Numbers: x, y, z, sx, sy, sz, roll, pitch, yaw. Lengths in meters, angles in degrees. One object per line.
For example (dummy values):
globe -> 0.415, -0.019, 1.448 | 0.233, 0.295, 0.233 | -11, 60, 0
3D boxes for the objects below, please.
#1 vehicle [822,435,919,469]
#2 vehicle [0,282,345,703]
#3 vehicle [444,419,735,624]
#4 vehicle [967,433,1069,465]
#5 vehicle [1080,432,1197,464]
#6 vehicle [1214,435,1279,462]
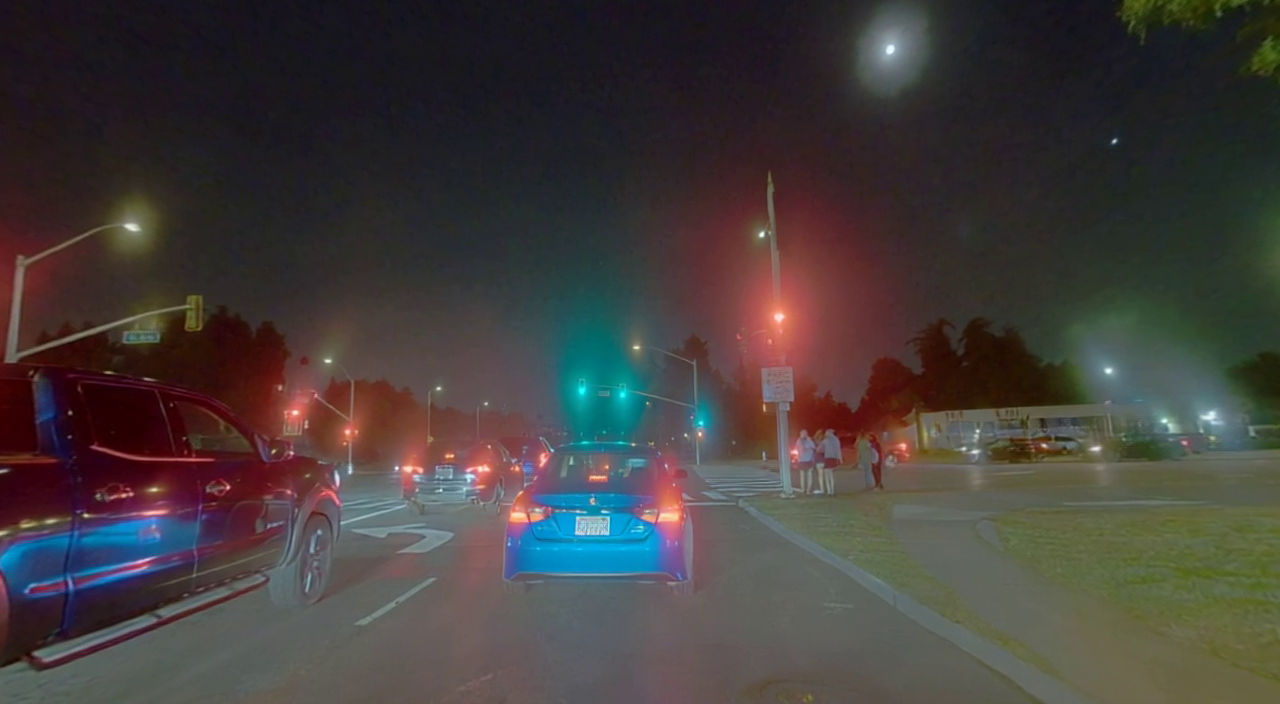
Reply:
vehicle -> 12.200, 5.341, 33.624 | 4.394, 1.724, 1.886 | 0, -9, 1
vehicle -> -3.687, 0.750, 2.822 | 2.202, 1.961, 4.980 | 0, -9, 1
vehicle -> -0.375, 1.593, 6.947 | 2.144, 1.497, 4.446 | 0, -9, 0
vehicle -> 21.939, 5.658, 36.709 | 4.529, 1.786, 2.110 | 0, -9, 2
vehicle -> 28.933, 5.577, 36.712 | 4.967, 1.794, 2.044 | 0, -9, 2
vehicle -> 36.257, 5.519, 36.144 | 4.643, 1.464, 1.840 | 0, -9, 2
